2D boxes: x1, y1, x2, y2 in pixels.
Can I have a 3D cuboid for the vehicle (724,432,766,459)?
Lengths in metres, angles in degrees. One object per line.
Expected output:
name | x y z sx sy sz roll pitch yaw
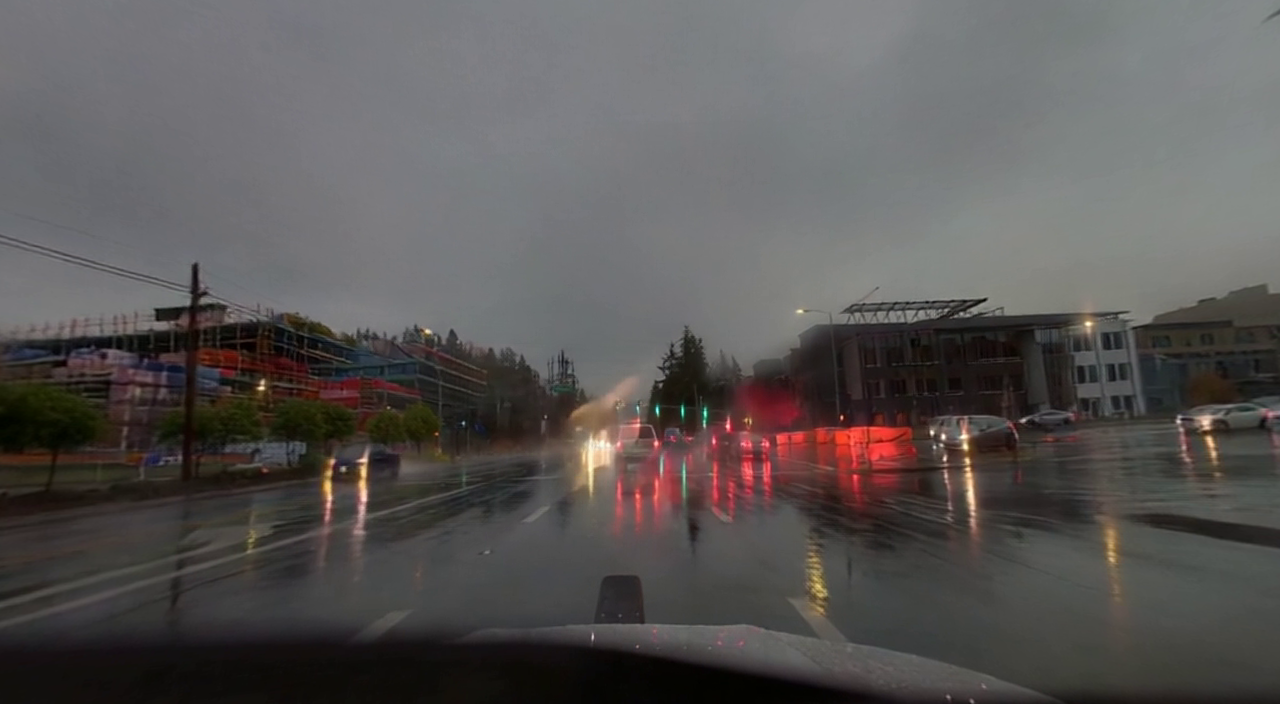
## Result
vehicle | 6.327 5.592 37.616 2.145 1.503 4.267 -2 -9 13

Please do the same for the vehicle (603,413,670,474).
vehicle | -0.183 3.649 24.983 2.350 2.122 5.801 0 -8 -1

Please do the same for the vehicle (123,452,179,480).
vehicle | -33.236 7.678 42.743 4.692 1.720 1.941 -7 -11 40

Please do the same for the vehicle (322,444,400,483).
vehicle | -12.839 5.112 29.213 1.887 1.536 4.088 -4 -8 -2

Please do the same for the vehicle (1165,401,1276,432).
vehicle | 31.008 3.506 33.829 1.810 1.448 4.550 -1 -8 4

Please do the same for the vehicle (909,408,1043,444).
vehicle | 14.957 3.371 28.139 4.986 1.467 2.025 -6 -10 34
